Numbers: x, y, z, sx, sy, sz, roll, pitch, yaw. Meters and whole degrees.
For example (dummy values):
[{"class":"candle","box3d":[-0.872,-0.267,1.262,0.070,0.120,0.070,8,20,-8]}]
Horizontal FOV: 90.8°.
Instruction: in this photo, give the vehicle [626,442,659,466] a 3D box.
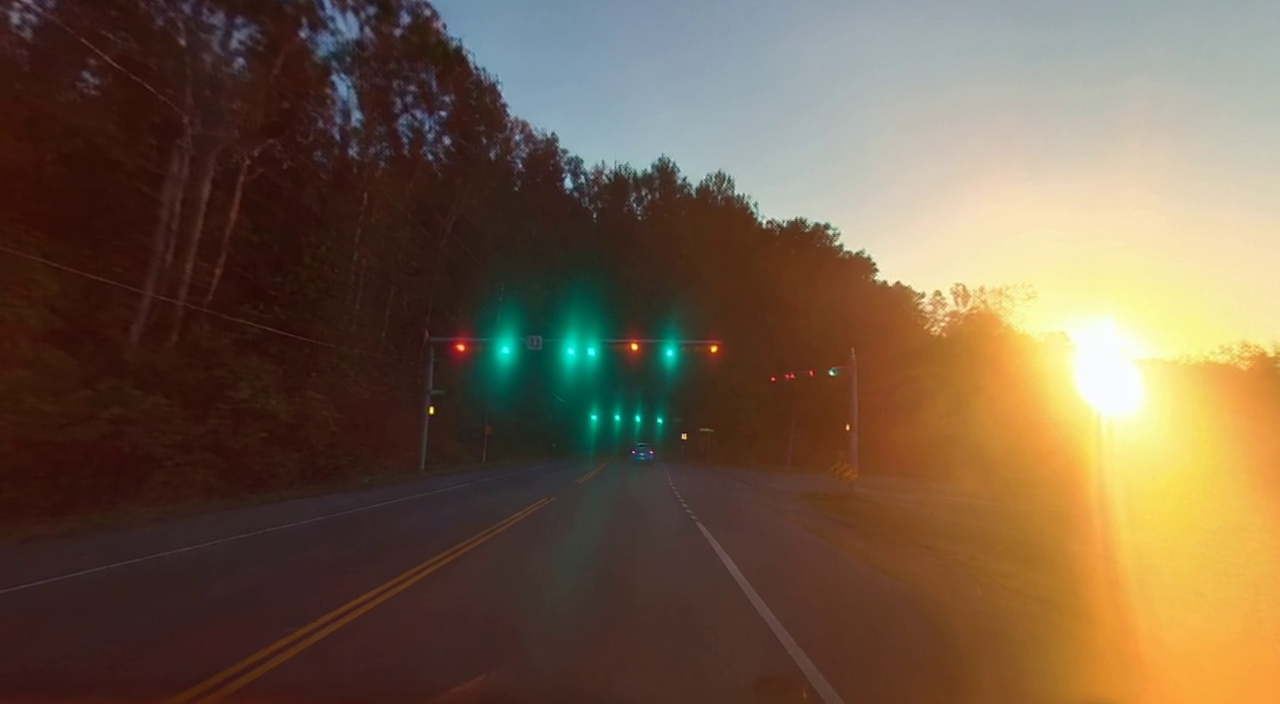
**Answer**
[{"class":"vehicle","box3d":[0.202,6.694,41.702,2.042,1.489,3.963,0,-9,1]}]
